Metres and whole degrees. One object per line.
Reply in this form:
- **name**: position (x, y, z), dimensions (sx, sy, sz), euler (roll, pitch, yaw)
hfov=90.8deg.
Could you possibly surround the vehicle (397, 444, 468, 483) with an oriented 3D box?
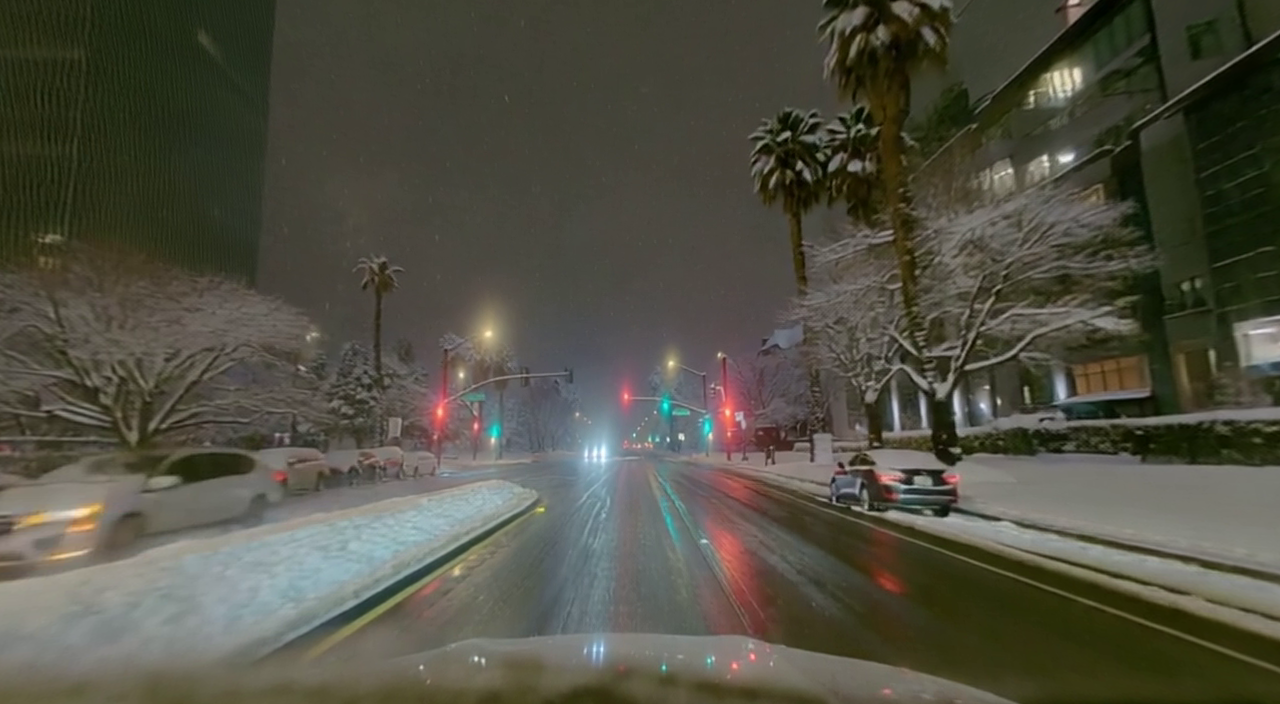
- **vehicle**: position (-9.844, 5.287, 30.319), dimensions (1.940, 1.726, 4.395), euler (0, -8, 0)

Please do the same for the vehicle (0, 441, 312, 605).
- **vehicle**: position (-6.479, 1.927, 8.175), dimensions (2.069, 1.512, 4.406), euler (0, -8, 0)

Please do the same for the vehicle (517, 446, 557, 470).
- **vehicle**: position (-6.785, 7.024, 42.032), dimensions (1.868, 1.467, 4.267), euler (0, -8, 1)

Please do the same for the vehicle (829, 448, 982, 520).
- **vehicle**: position (5.692, 2.834, 14.084), dimensions (1.784, 1.350, 3.677), euler (0, -8, 0)

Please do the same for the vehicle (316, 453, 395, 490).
- **vehicle**: position (-13.337, 5.587, 29.867), dimensions (1.855, 1.546, 4.095), euler (0, -8, -1)

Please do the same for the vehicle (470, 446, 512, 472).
- **vehicle**: position (-10.352, 7.457, 44.285), dimensions (1.923, 1.662, 4.318), euler (0, -8, -1)
